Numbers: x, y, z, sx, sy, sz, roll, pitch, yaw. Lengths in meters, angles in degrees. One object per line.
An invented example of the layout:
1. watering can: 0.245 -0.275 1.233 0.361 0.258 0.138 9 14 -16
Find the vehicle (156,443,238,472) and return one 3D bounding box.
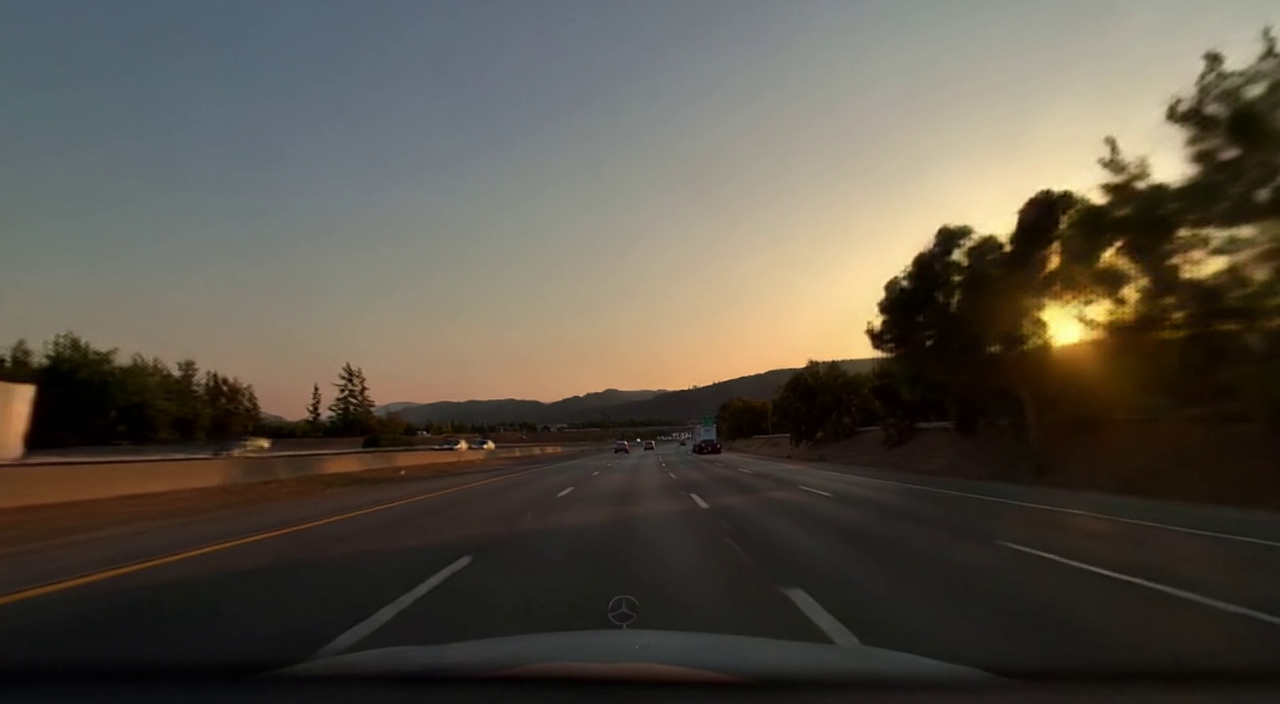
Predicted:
1. vehicle: -27.805 6.621 39.753 1.887 1.670 4.386 -1 -8 1
